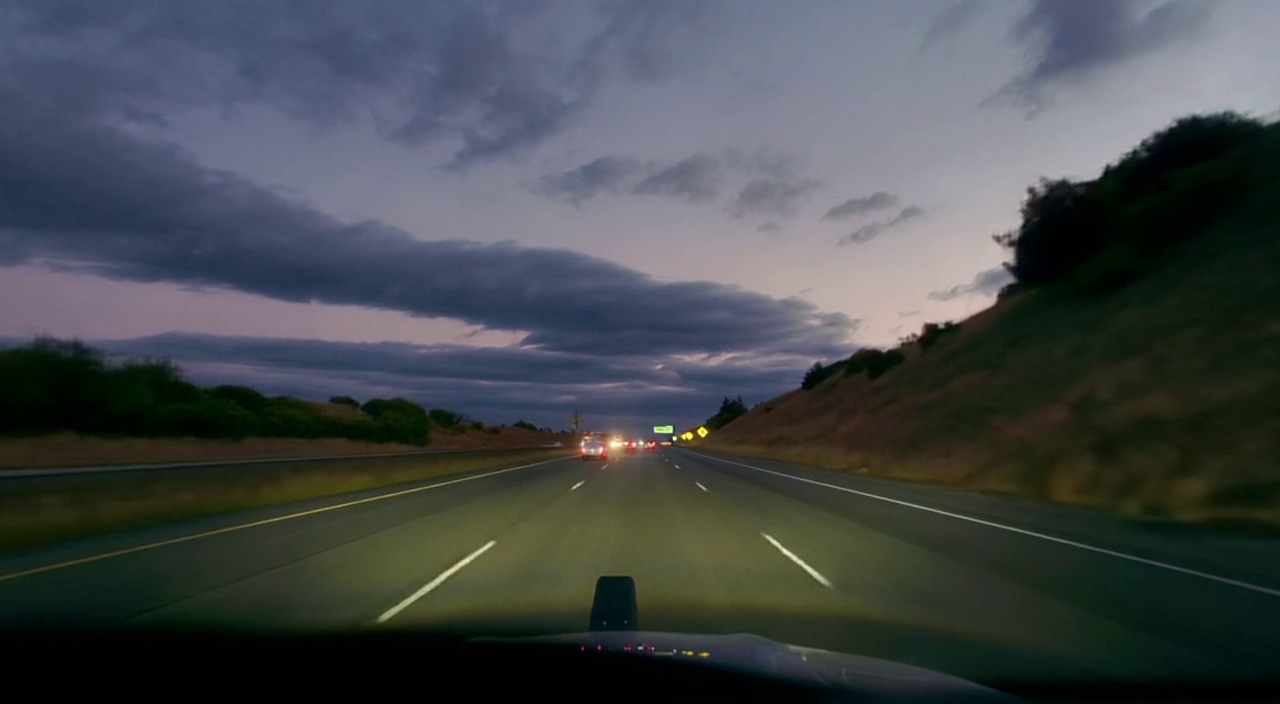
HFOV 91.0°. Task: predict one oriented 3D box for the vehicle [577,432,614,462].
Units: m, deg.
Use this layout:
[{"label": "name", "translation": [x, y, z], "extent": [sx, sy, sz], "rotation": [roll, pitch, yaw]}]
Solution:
[{"label": "vehicle", "translation": [-3.148, 6.852, 45.541], "extent": [2.286, 2.011, 4.452], "rotation": [0, -8, 1]}]
